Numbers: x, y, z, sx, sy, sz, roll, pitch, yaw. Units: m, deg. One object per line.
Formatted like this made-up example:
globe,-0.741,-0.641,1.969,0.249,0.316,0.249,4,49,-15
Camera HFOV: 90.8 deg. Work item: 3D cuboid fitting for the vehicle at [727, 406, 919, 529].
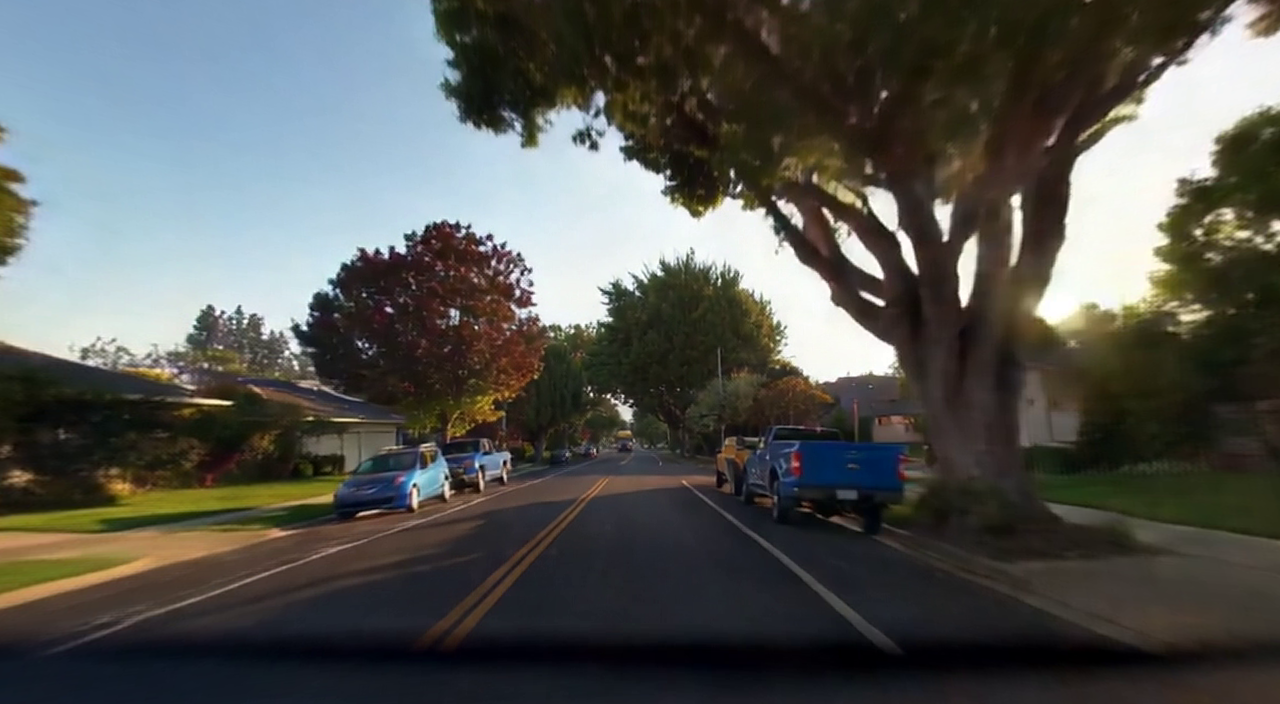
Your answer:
vehicle,3.462,2.355,13.496,2.332,2.044,5.695,0,-9,-1

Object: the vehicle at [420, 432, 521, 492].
vehicle,-6.483,4.290,25.003,2.302,2.059,5.758,0,-8,1

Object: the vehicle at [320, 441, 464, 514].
vehicle,-6.838,3.489,18.213,2.005,1.785,5.179,0,-8,1
